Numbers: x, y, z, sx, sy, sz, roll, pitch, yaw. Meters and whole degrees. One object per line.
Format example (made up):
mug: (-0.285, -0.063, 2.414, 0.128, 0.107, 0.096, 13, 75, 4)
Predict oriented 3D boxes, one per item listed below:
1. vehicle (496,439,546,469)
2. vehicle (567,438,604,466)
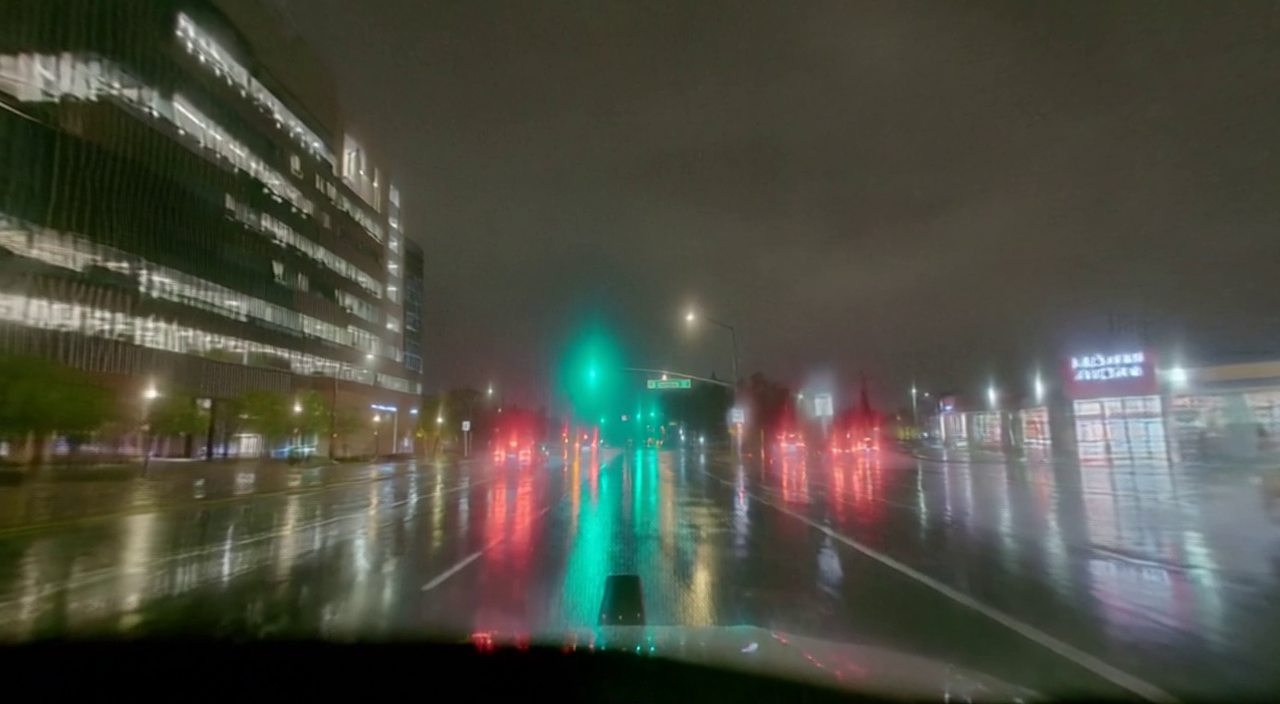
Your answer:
vehicle: (-6.696, 5.793, 36.027, 1.909, 1.605, 4.561, 0, -8, 1)
vehicle: (-3.528, 6.592, 41.814, 2.052, 1.729, 4.195, 0, -8, 1)
